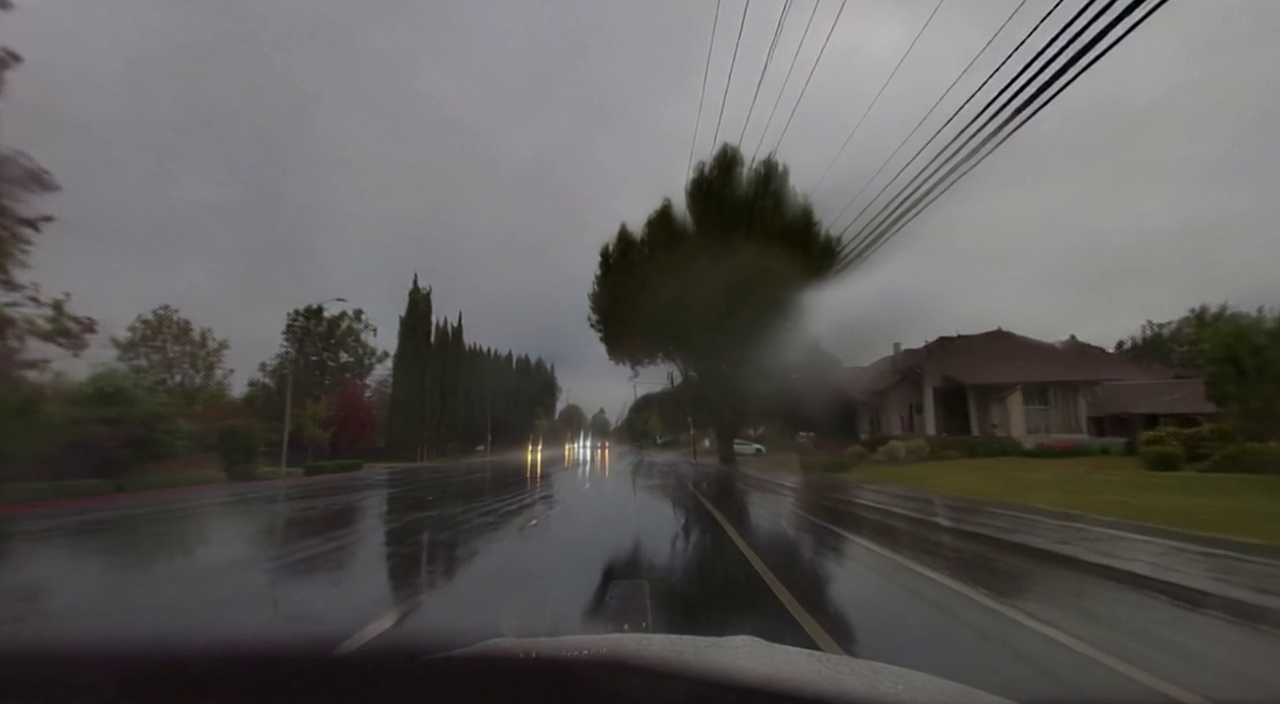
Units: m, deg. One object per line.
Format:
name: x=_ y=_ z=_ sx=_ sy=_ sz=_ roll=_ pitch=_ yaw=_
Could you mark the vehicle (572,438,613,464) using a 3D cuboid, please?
vehicle: x=-2.906 y=6.145 z=39.266 sx=2.084 sy=1.466 sz=4.522 roll=0 pitch=-9 yaw=2
